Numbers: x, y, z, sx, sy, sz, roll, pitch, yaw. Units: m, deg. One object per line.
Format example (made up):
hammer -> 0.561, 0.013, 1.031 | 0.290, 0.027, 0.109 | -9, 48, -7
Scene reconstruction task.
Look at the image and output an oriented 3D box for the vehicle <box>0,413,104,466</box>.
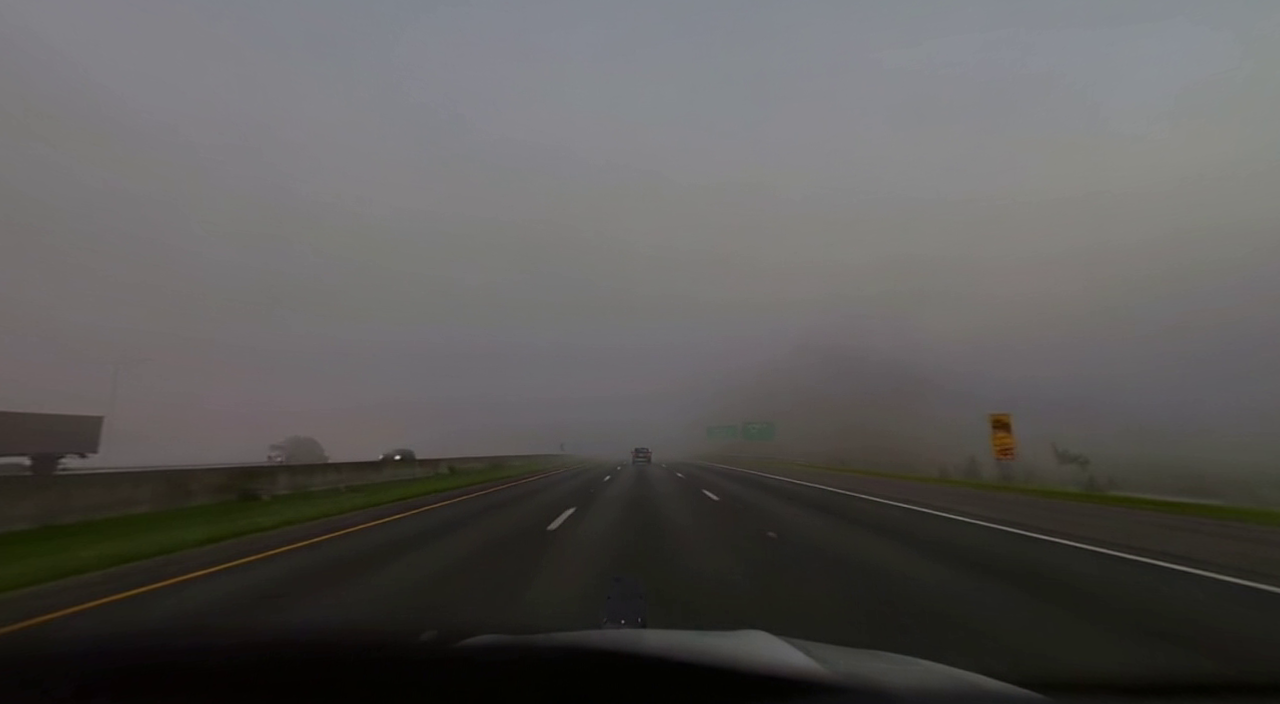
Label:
vehicle -> -44.565, 5.910, 42.389 | 3.093, 3.535, 15.819 | 0, -9, 0
